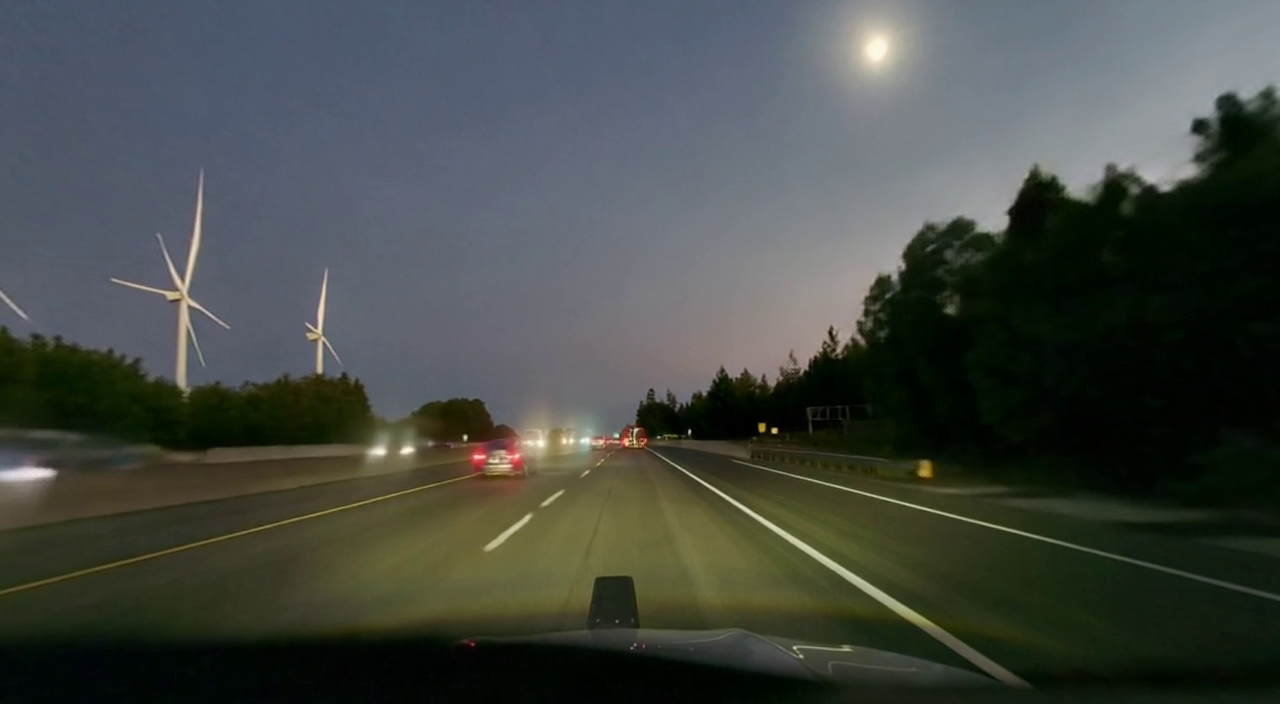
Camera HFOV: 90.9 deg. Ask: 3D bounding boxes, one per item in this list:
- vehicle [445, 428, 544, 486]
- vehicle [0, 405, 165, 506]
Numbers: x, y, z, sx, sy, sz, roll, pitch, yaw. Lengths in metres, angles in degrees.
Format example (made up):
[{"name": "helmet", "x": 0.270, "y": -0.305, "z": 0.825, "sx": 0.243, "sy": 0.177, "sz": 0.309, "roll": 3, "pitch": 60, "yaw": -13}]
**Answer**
[{"name": "vehicle", "x": -4.139, "y": 3.042, "z": 18.609, "sx": 1.950, "sy": 1.511, "sz": 3.965, "roll": 0, "pitch": -8, "yaw": 0}, {"name": "vehicle", "x": -16.649, "y": 2.800, "z": 17.378, "sx": 2.554, "sy": 2.392, "sz": 5.783, "roll": 0, "pitch": -8, "yaw": 0}]
